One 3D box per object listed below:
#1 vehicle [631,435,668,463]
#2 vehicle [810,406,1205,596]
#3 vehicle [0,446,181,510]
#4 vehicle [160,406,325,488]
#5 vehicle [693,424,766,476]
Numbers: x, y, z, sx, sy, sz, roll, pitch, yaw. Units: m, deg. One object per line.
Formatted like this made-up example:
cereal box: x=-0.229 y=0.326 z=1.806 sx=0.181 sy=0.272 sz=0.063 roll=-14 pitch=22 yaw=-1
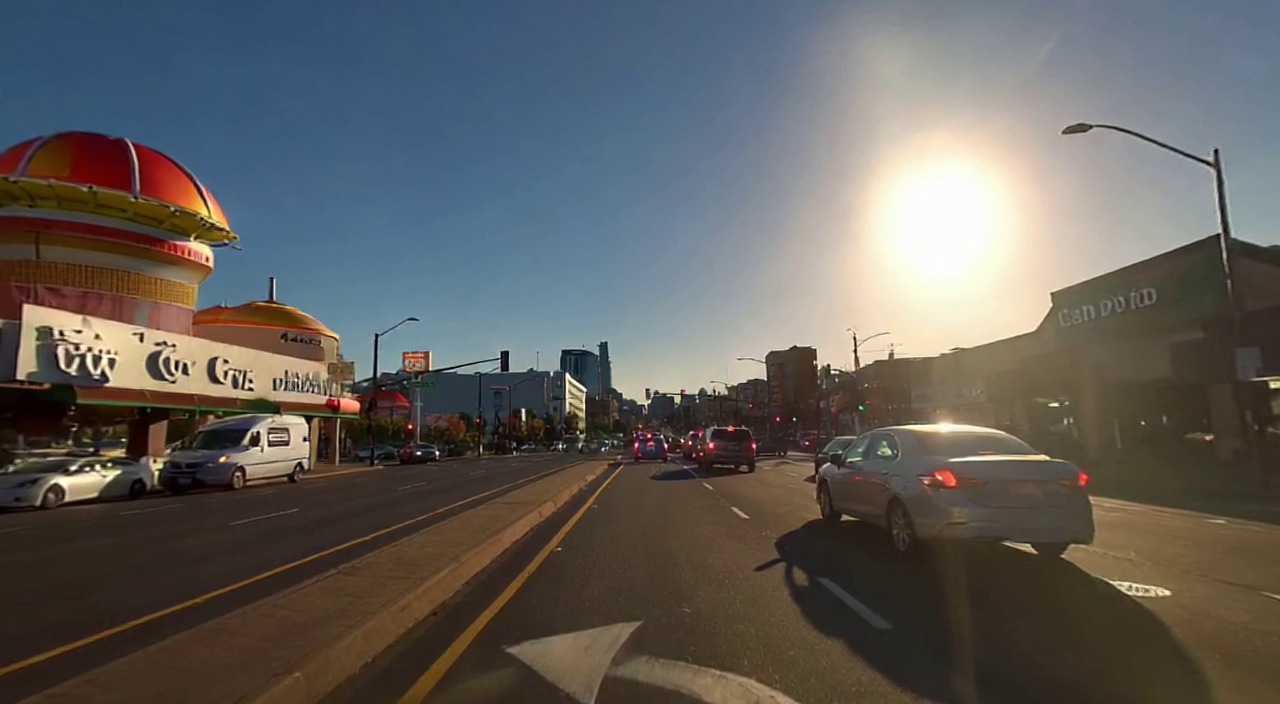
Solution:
vehicle: x=0.507 y=5.670 z=36.923 sx=2.073 sy=1.496 sz=3.892 roll=0 pitch=-8 yaw=-1
vehicle: x=3.580 y=1.529 z=7.378 sx=1.932 sy=1.517 sz=4.430 roll=0 pitch=-8 yaw=0
vehicle: x=-15.529 y=3.358 z=17.430 sx=1.985 sy=1.484 sz=4.879 roll=0 pitch=-8 yaw=0
vehicle: x=-15.194 y=3.707 z=24.740 sx=2.371 sy=2.799 sz=5.978 roll=0 pitch=-8 yaw=1
vehicle: x=3.339 y=3.775 z=24.533 sx=2.038 sy=1.787 sz=4.946 roll=0 pitch=-8 yaw=-1
